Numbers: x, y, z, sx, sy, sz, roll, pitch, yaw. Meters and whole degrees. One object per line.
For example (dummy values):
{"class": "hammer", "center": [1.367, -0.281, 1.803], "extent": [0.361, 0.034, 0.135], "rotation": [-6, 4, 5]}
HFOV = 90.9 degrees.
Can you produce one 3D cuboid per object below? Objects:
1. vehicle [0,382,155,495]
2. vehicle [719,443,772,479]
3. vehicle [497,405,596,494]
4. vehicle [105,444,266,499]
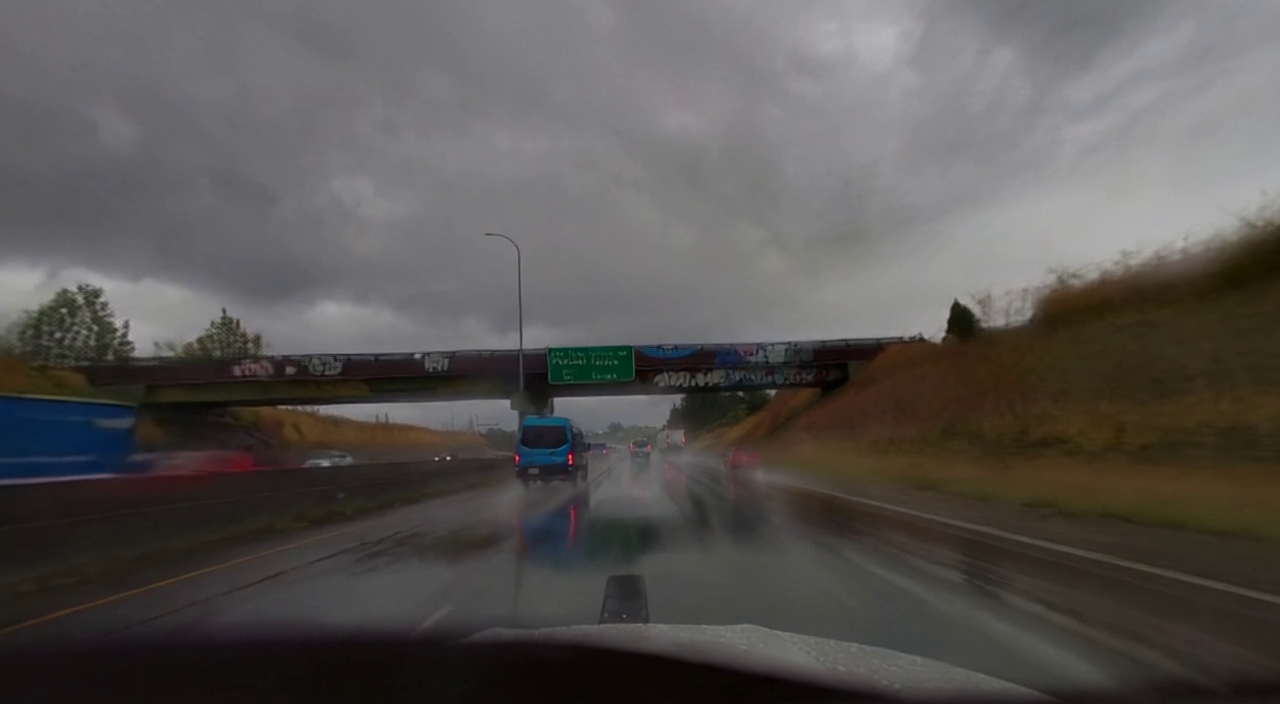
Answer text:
{"class": "vehicle", "center": [-20.698, 2.907, 20.927], "extent": [2.807, 3.379, 7.801], "rotation": [0, -9, 0]}
{"class": "vehicle", "center": [5.216, 5.442, 31.732], "extent": [1.936, 1.664, 4.198], "rotation": [0, -9, 0]}
{"class": "vehicle", "center": [-3.000, 3.395, 21.879], "extent": [2.451, 2.627, 5.868], "rotation": [0, -9, 0]}
{"class": "vehicle", "center": [-16.279, 4.299, 23.007], "extent": [2.186, 1.770, 4.958], "rotation": [0, -9, 0]}
